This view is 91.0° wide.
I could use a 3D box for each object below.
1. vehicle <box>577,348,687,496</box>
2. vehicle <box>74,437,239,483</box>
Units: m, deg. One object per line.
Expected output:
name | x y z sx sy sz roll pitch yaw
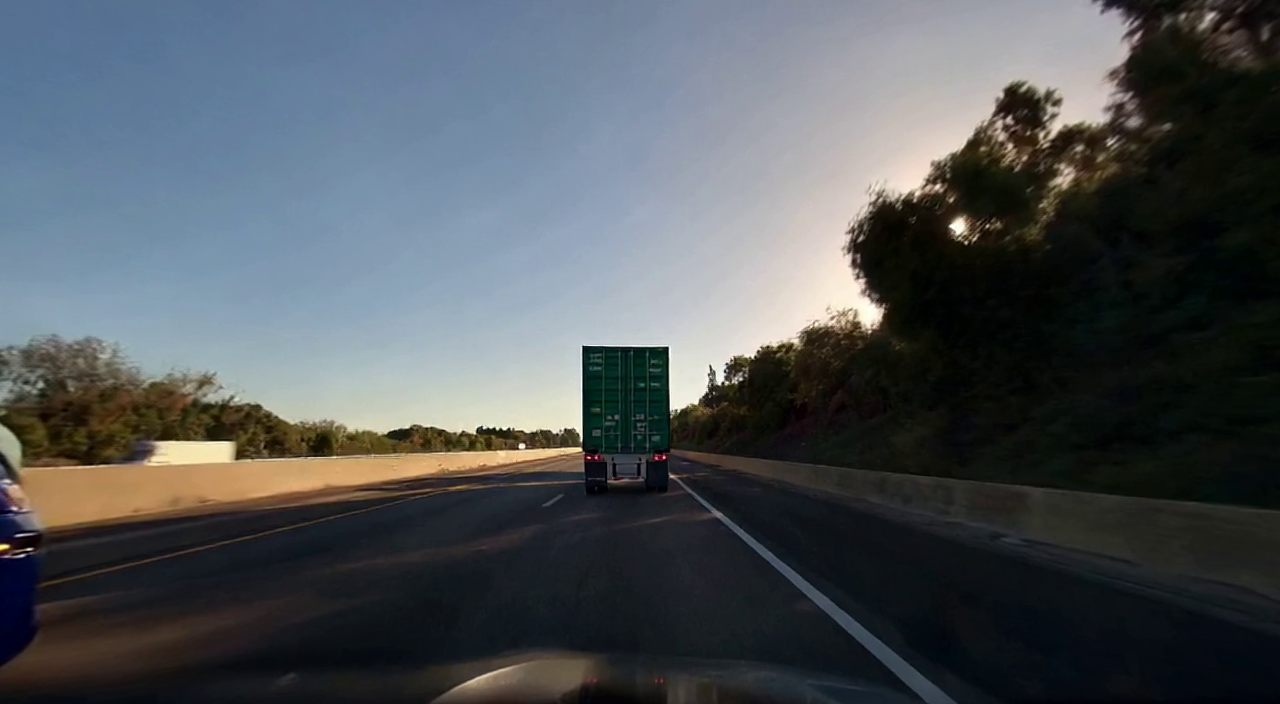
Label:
vehicle | -0.210 2.710 22.726 2.942 4.003 11.297 0 -9 0
vehicle | -17.641 3.951 23.400 2.182 1.505 4.949 0 -9 1
